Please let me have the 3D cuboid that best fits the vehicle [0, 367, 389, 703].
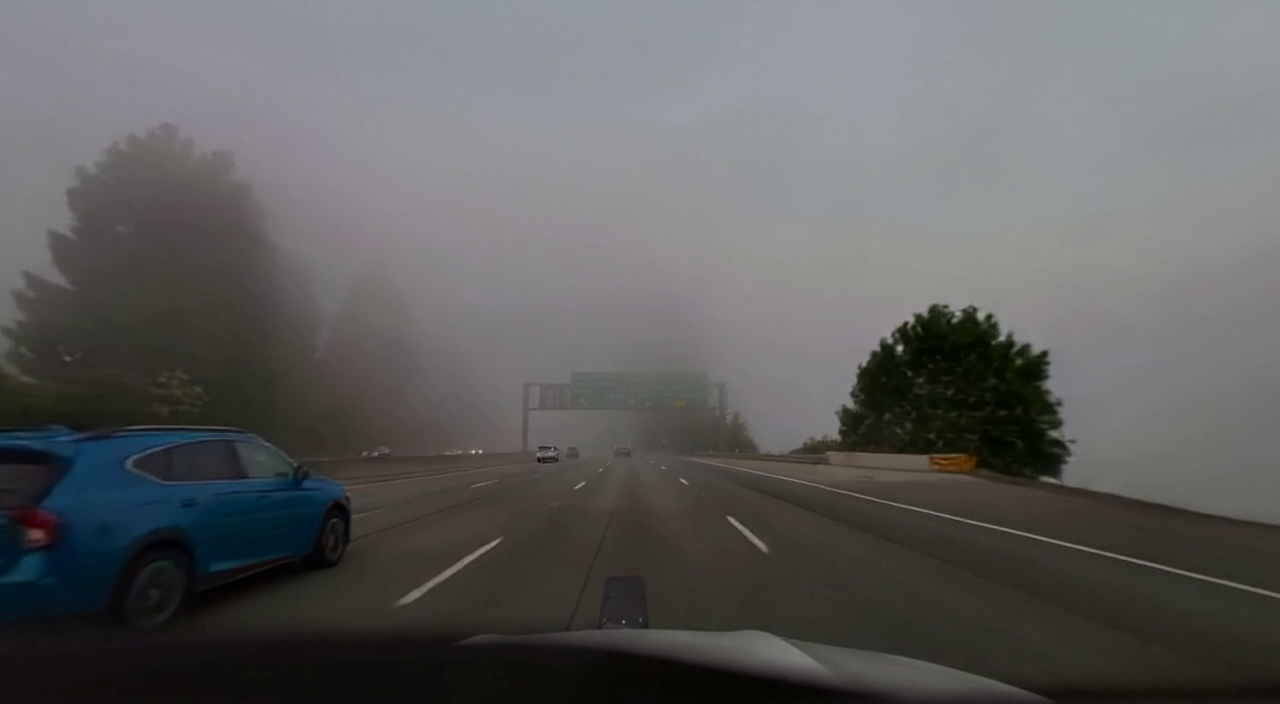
[{"bbox_3d":[-4.105,1.256,5.195,2.162,1.724,4.537,0,-8,0],"label":"vehicle"}]
